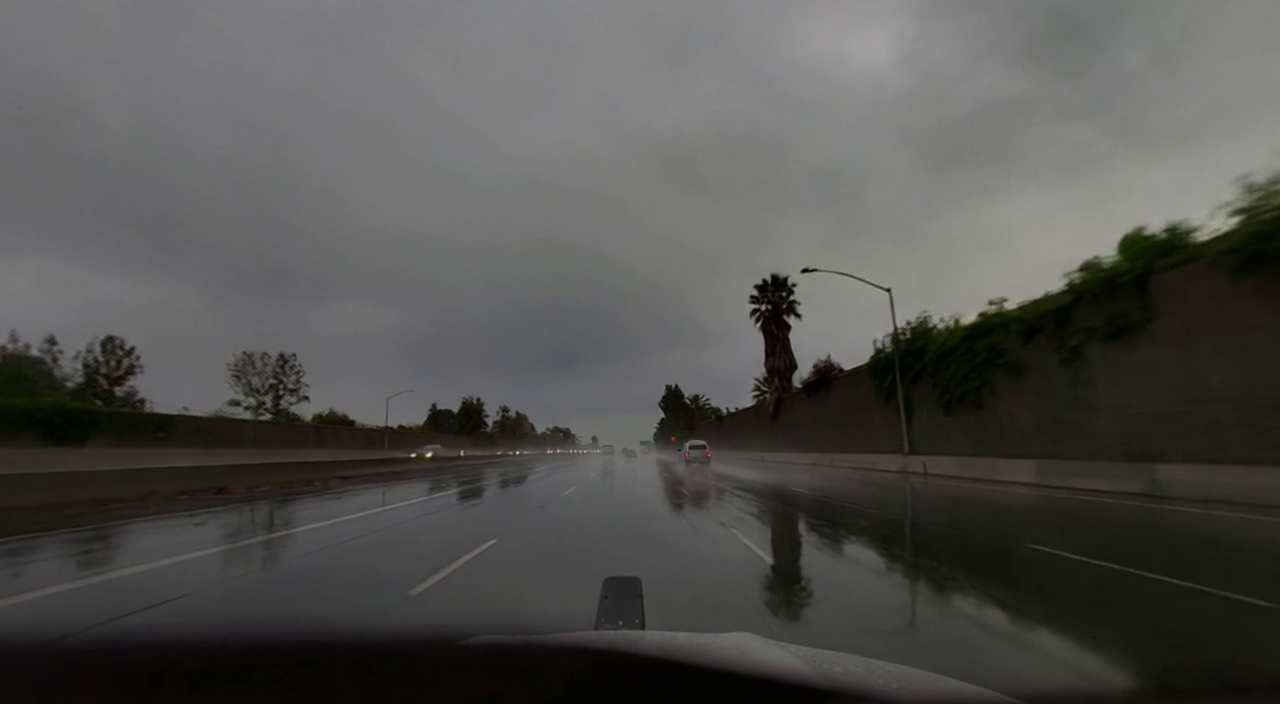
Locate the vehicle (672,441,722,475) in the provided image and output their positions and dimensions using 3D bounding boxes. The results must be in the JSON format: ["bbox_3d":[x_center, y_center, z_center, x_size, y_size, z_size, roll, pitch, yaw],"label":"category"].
[{"bbox_3d":[2.999,5.671,34.072,2.130,1.677,4.317,0,-9,-2],"label":"vehicle"}]
